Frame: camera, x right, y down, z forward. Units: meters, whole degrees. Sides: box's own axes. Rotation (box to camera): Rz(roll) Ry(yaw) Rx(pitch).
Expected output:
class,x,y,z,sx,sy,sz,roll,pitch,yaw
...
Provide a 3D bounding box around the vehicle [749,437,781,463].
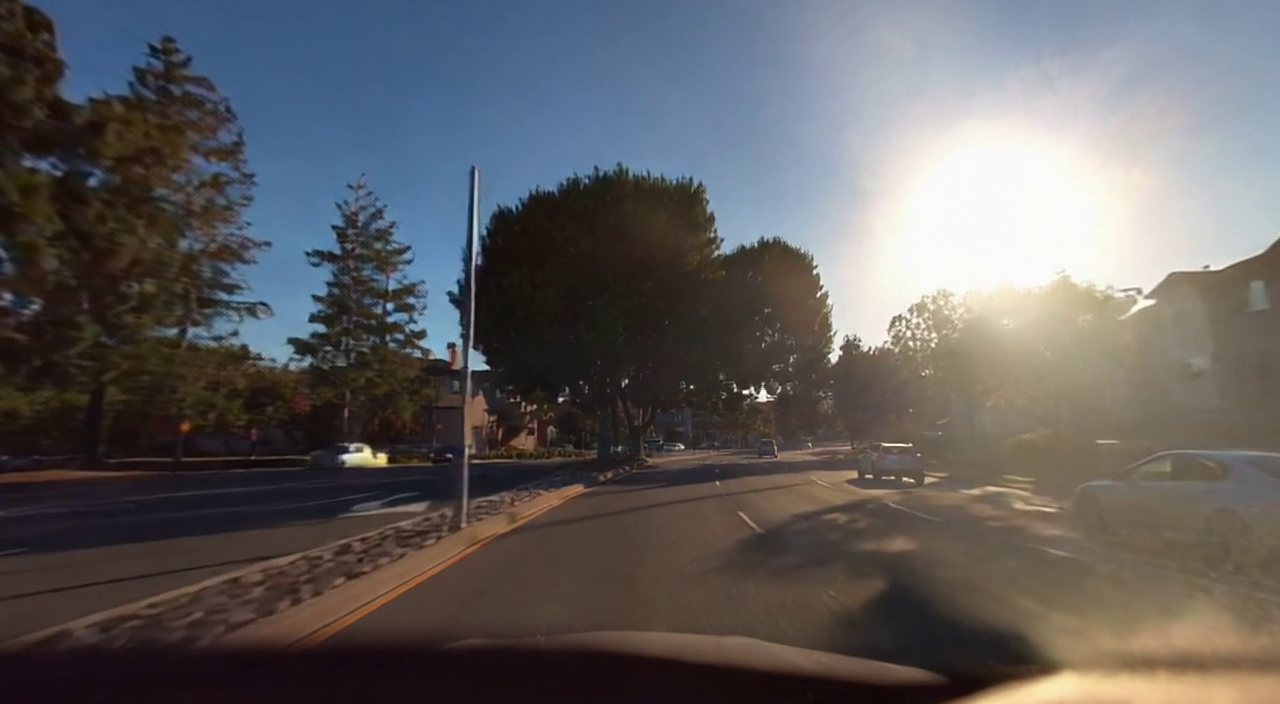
class,x,y,z,sx,sy,sz,roll,pitch,yaw
vehicle,8.494,6.688,43.089,1.991,1.684,4.127,-1,-8,10

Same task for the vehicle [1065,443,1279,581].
class,x,y,z,sx,sy,sz,roll,pitch,yaw
vehicle,7.442,1.792,7.539,1.783,1.386,4.433,0,-8,3

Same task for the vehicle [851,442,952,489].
class,x,y,z,sx,sy,sz,roll,pitch,yaw
vehicle,8.890,3.850,21.859,1.855,1.444,4.389,0,-8,4

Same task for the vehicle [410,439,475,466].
class,x,y,z,sx,sy,sz,roll,pitch,yaw
vehicle,-12.955,6.614,41.702,1.952,1.686,4.494,-2,-8,15

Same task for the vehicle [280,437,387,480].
class,x,y,z,sx,sy,sz,roll,pitch,yaw
vehicle,-11.245,3.911,23.452,1.764,1.457,3.794,-1,-8,6
